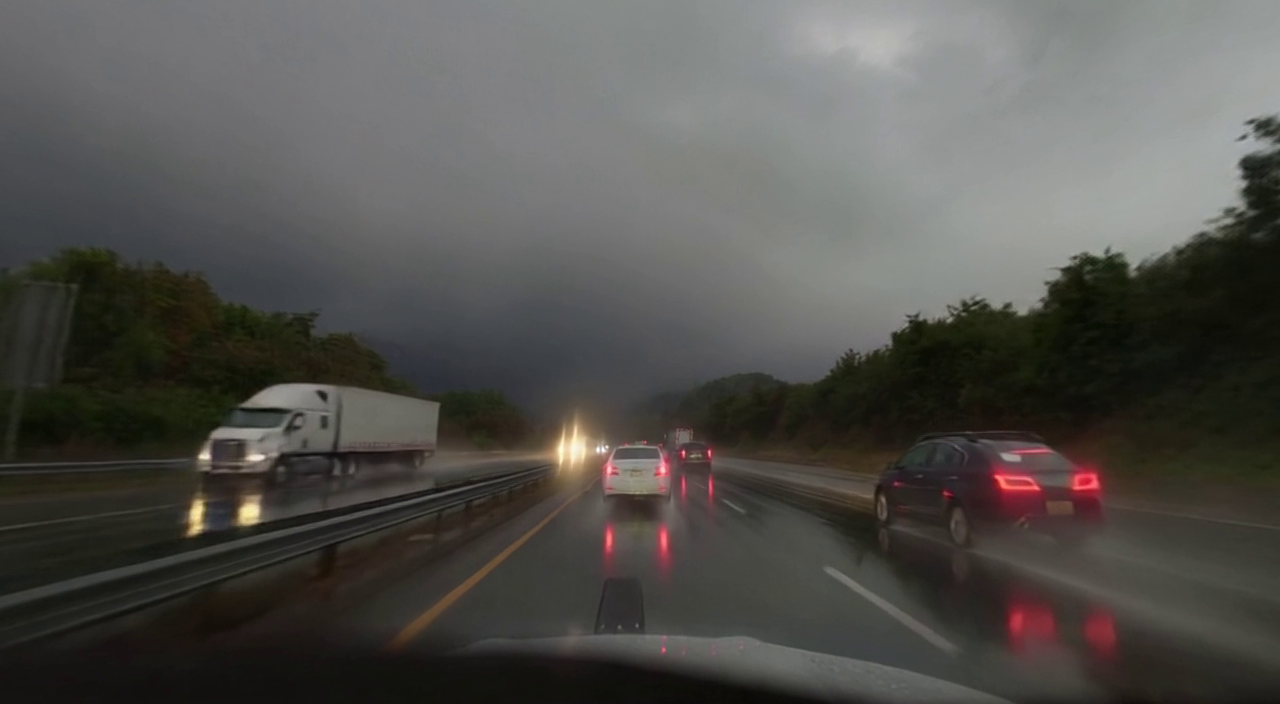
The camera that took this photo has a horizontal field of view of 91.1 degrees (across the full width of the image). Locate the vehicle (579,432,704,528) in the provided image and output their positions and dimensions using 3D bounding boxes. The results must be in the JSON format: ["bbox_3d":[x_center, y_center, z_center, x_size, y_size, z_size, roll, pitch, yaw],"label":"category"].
[{"bbox_3d":[-0.020,2.438,12.454,2.088,1.580,3.657,0,-9,-1],"label":"vehicle"}]

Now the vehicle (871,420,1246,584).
[{"bbox_3d":[4.698,1.719,7.982,1.931,1.516,3.995,0,-9,-1],"label":"vehicle"}]

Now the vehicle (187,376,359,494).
[{"bbox_3d":[-13.764,3.238,24.315,2.937,3.963,5.772,-1,-9,1],"label":"vehicle"}]
